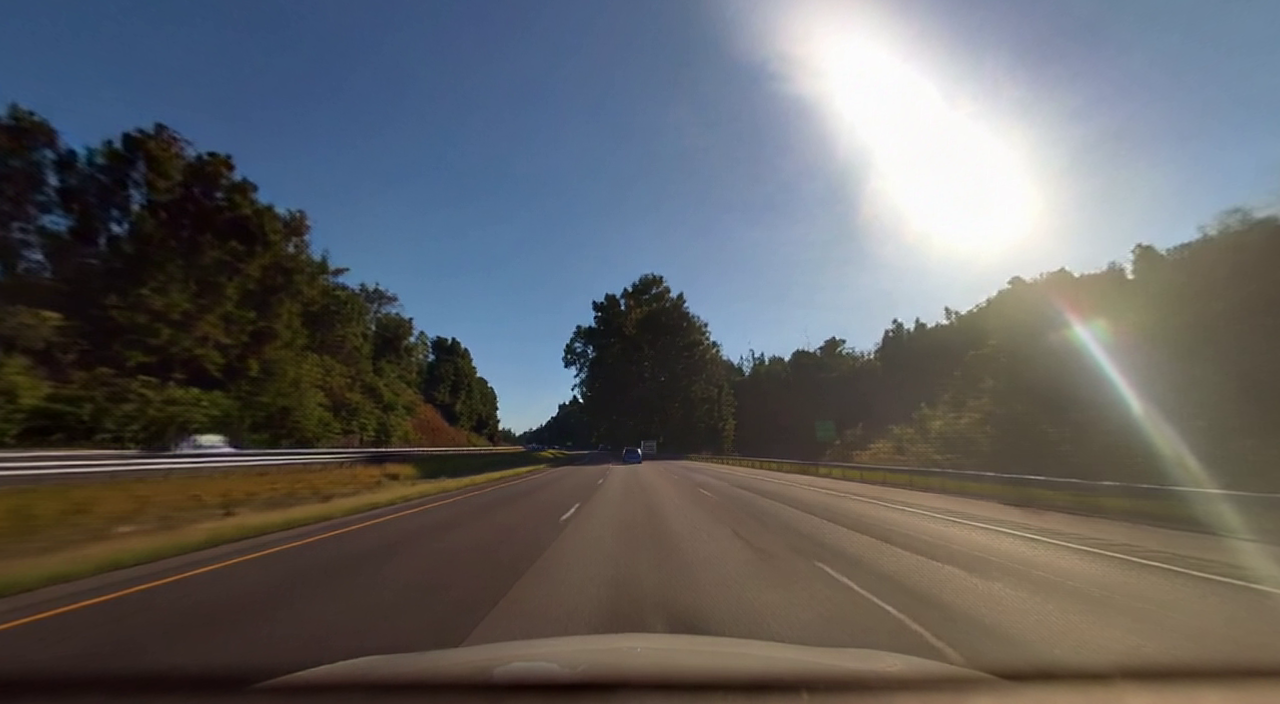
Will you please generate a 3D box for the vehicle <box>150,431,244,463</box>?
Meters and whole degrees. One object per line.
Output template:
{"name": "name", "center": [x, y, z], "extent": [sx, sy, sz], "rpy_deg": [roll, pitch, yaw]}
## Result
{"name": "vehicle", "center": [-21.738, 4.696, 31.146], "extent": [1.775, 1.464, 4.111], "rpy_deg": [0, -9, -3]}
